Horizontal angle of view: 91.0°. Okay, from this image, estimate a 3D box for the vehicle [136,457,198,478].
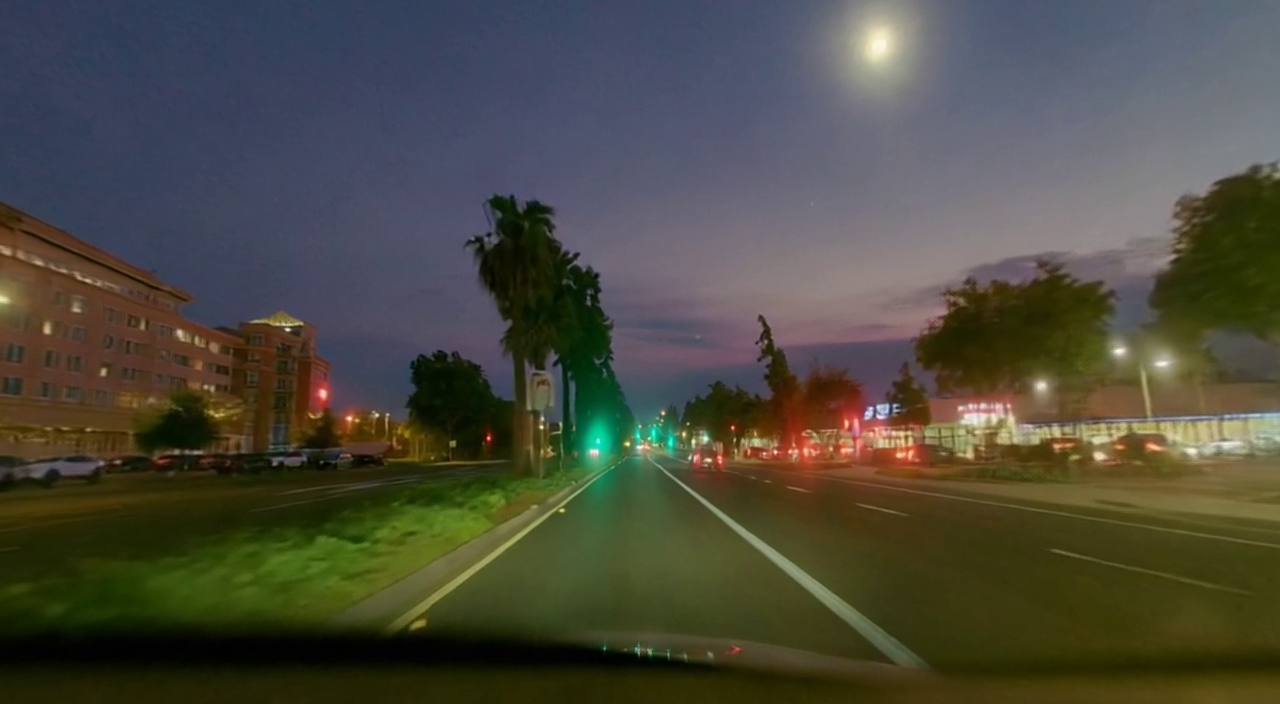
[{"bbox_3d":[-37.383,9.123,49.851,1.870,1.477,3.984,0,-8,-2],"label":"vehicle"}]

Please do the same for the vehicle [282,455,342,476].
[{"bbox_3d":[-25.750,8.907,49.633,1.970,1.446,4.674,-3,-10,4],"label":"vehicle"}]

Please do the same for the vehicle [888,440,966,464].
[{"bbox_3d":[20.181,7.070,44.389,4.472,1.521,2.090,-1,-10,-3],"label":"vehicle"}]
